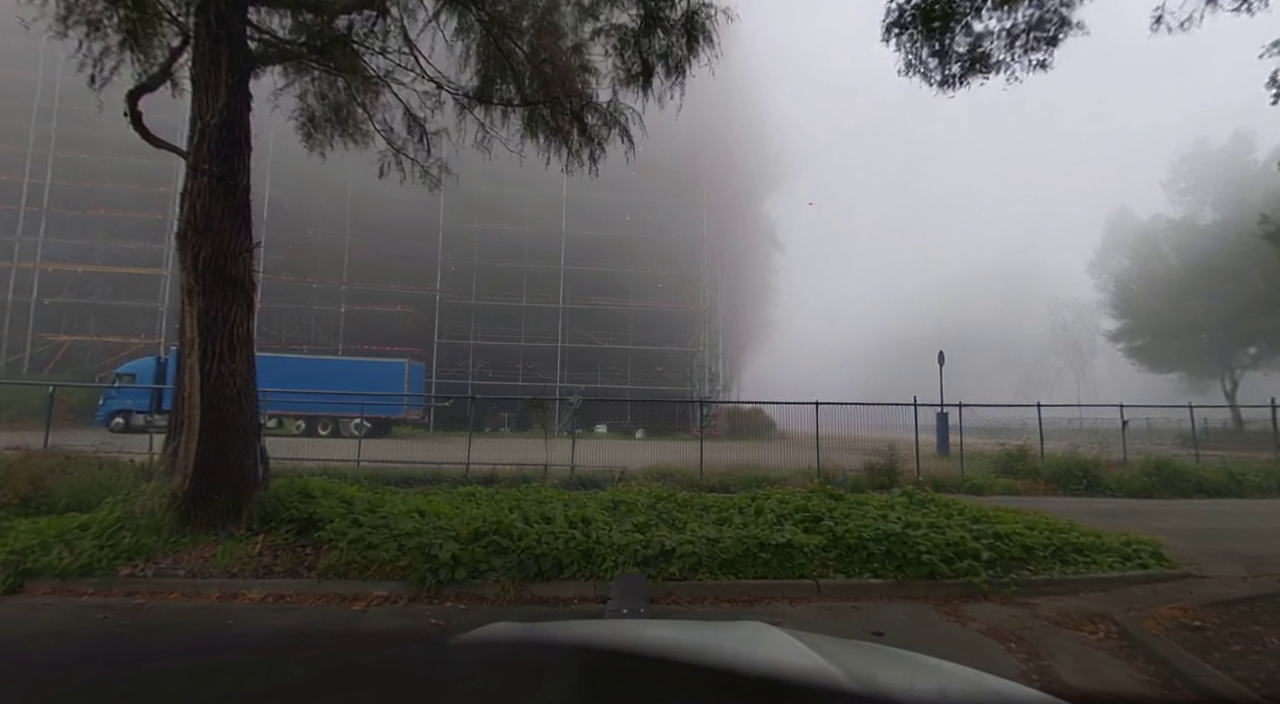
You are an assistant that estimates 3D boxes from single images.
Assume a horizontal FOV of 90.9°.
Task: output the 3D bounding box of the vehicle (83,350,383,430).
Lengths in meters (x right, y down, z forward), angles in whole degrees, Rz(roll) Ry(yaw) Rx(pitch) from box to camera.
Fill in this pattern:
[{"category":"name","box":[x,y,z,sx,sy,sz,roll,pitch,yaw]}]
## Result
[{"category":"vehicle","box":[-22.741,2.396,36.467,14.067,4.099,2.832,3,-8,-15]}]
